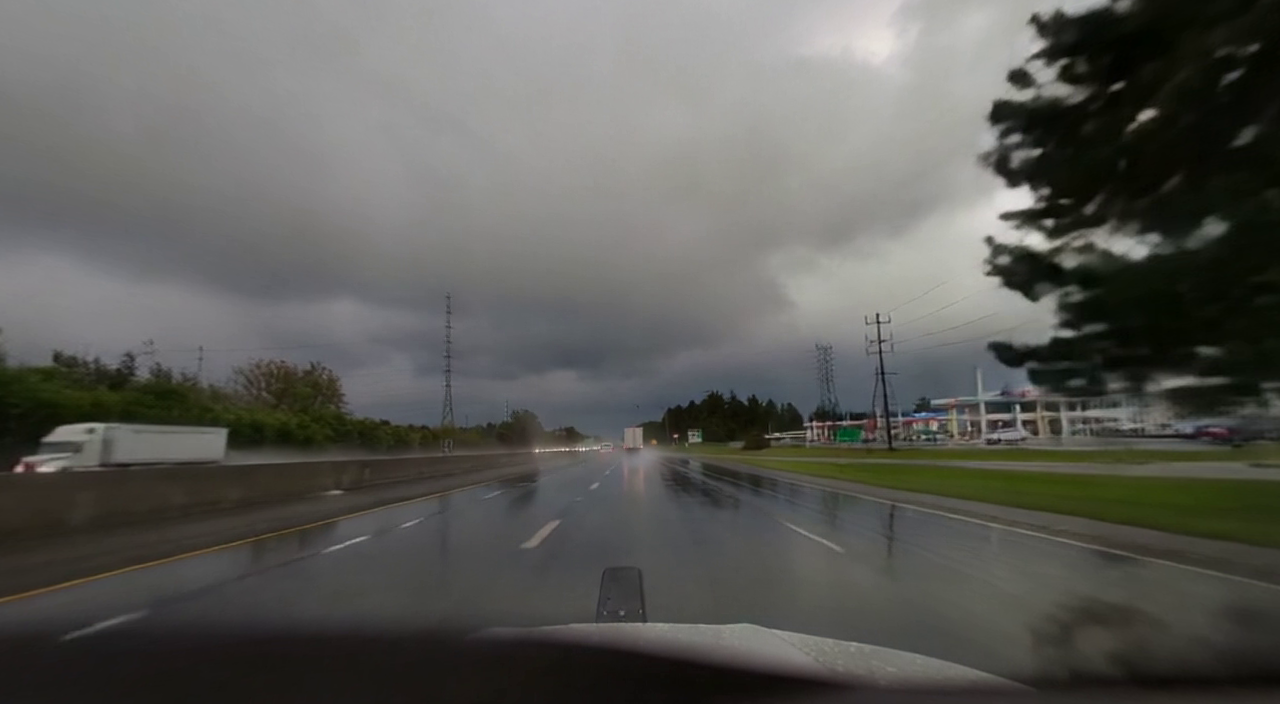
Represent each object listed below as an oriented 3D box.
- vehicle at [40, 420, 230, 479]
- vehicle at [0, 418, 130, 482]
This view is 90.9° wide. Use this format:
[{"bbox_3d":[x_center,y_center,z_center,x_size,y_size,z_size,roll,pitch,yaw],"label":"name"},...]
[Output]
[{"bbox_3d":[-34.725,6.816,44.403,2.800,3.554,11.470,-1,-9,7],"label":"vehicle"},{"bbox_3d":[-35.406,5.952,38.560,2.886,3.559,5.787,-1,-9,7],"label":"vehicle"}]
